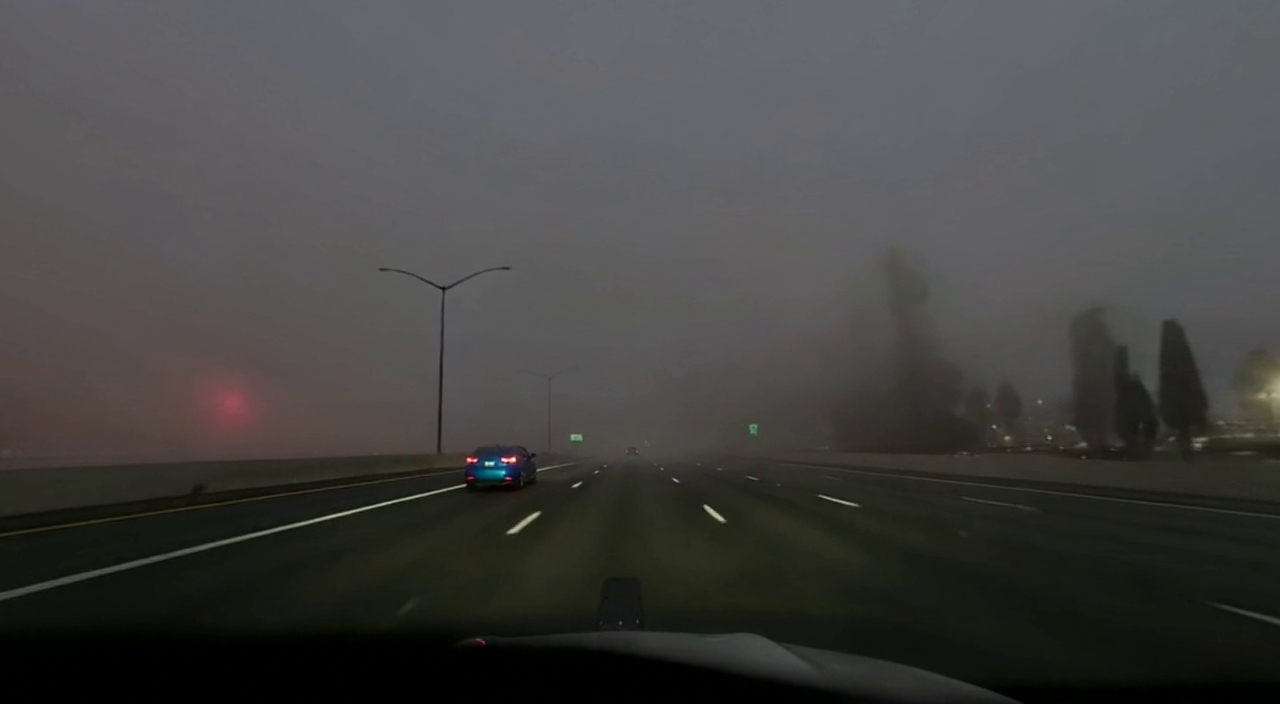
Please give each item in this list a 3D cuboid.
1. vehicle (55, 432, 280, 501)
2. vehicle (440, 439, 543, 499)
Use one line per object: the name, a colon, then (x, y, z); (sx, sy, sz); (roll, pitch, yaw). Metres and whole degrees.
vehicle: (-13.788, 3.371, 19.155); (2.275, 1.743, 5.937); (0, -9, 0)
vehicle: (-4.094, 3.293, 18.199); (1.900, 1.492, 4.495); (0, -9, 0)
